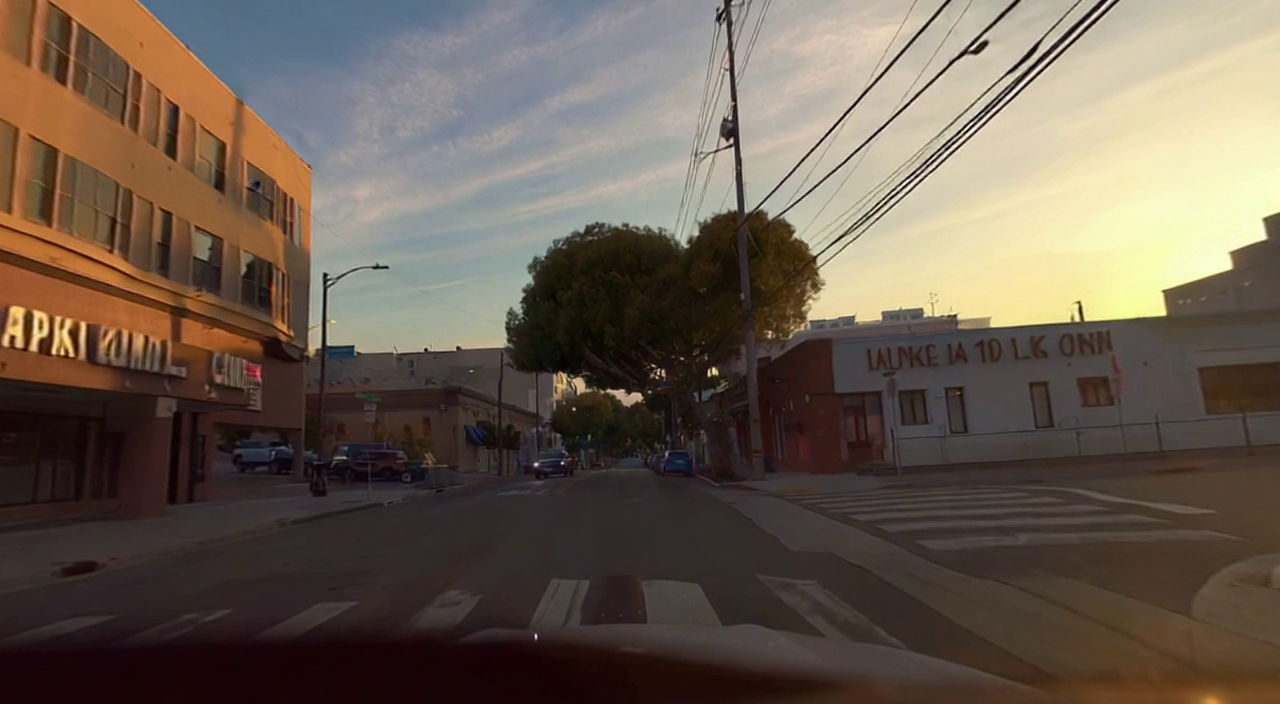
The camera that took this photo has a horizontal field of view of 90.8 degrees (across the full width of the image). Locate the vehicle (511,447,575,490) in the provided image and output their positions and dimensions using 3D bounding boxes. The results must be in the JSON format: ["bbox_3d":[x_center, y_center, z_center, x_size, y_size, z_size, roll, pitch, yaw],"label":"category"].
[{"bbox_3d":[-4.735,5.744,31.649,2.495,1.966,4.846,0,-8,-1],"label":"vehicle"}]

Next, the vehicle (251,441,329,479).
[{"bbox_3d":[-25.439,7.840,46.264,2.288,2.514,5.886,0,-8,0],"label":"vehicle"}]

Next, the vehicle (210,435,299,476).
[{"bbox_3d":[-28.116,7.554,46.478,2.249,2.760,6.636,0,-8,0],"label":"vehicle"}]

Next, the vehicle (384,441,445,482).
[{"bbox_3d":[-16.554,8.100,46.812,2.715,2.789,6.225,0,-10,-5],"label":"vehicle"}]

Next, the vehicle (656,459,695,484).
[{"bbox_3d":[2.114,7.232,38.430,1.877,1.373,3.854,0,-8,-4],"label":"vehicle"}]

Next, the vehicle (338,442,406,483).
[{"bbox_3d":[-19.482,7.984,46.261,2.256,2.668,5.979,0,-7,0],"label":"vehicle"}]
